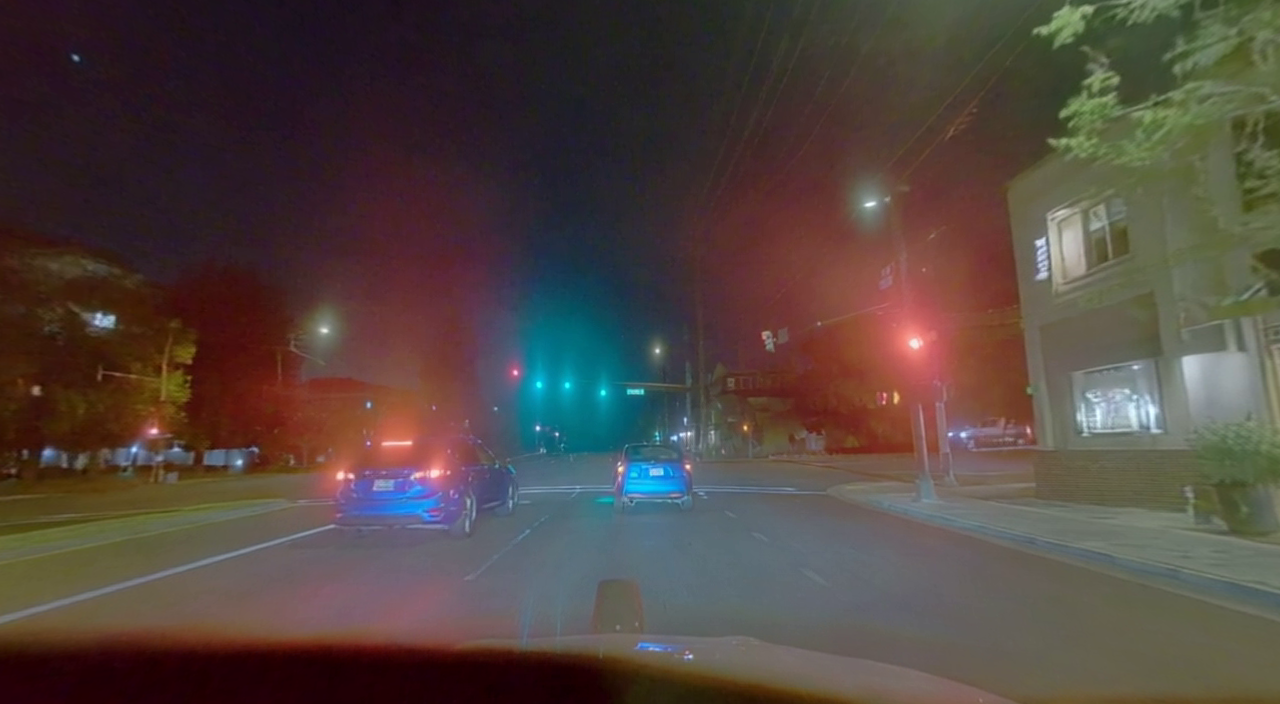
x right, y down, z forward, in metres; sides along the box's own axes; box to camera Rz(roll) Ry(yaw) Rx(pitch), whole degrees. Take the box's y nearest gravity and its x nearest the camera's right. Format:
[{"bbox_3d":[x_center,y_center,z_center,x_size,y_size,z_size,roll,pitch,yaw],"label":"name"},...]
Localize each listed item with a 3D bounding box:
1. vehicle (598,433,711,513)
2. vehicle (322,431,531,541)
[{"bbox_3d":[0.247,2.531,13.698,2.059,1.456,4.047,0,-8,0],"label":"vehicle"},{"bbox_3d":[-3.301,2.162,10.873,2.032,1.467,4.411,0,-8,0],"label":"vehicle"}]
